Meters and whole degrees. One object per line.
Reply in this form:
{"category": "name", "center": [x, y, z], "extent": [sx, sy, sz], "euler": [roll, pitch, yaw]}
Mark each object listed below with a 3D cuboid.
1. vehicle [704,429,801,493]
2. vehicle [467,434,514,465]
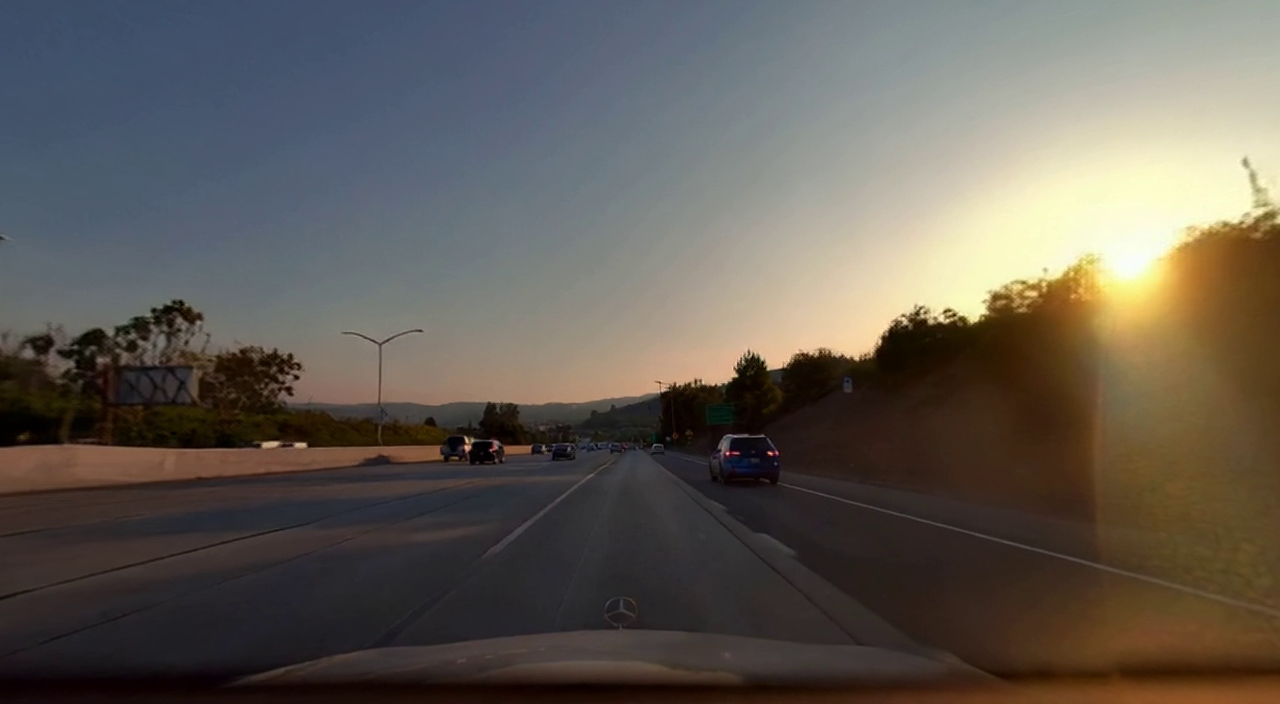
{"category": "vehicle", "center": [3.579, 3.594, 21.098], "extent": [2.184, 1.892, 4.763], "euler": [0, -8, -2]}
{"category": "vehicle", "center": [-11.244, 7.383, 47.677], "extent": [2.261, 2.230, 5.435], "euler": [0, -9, 0]}
